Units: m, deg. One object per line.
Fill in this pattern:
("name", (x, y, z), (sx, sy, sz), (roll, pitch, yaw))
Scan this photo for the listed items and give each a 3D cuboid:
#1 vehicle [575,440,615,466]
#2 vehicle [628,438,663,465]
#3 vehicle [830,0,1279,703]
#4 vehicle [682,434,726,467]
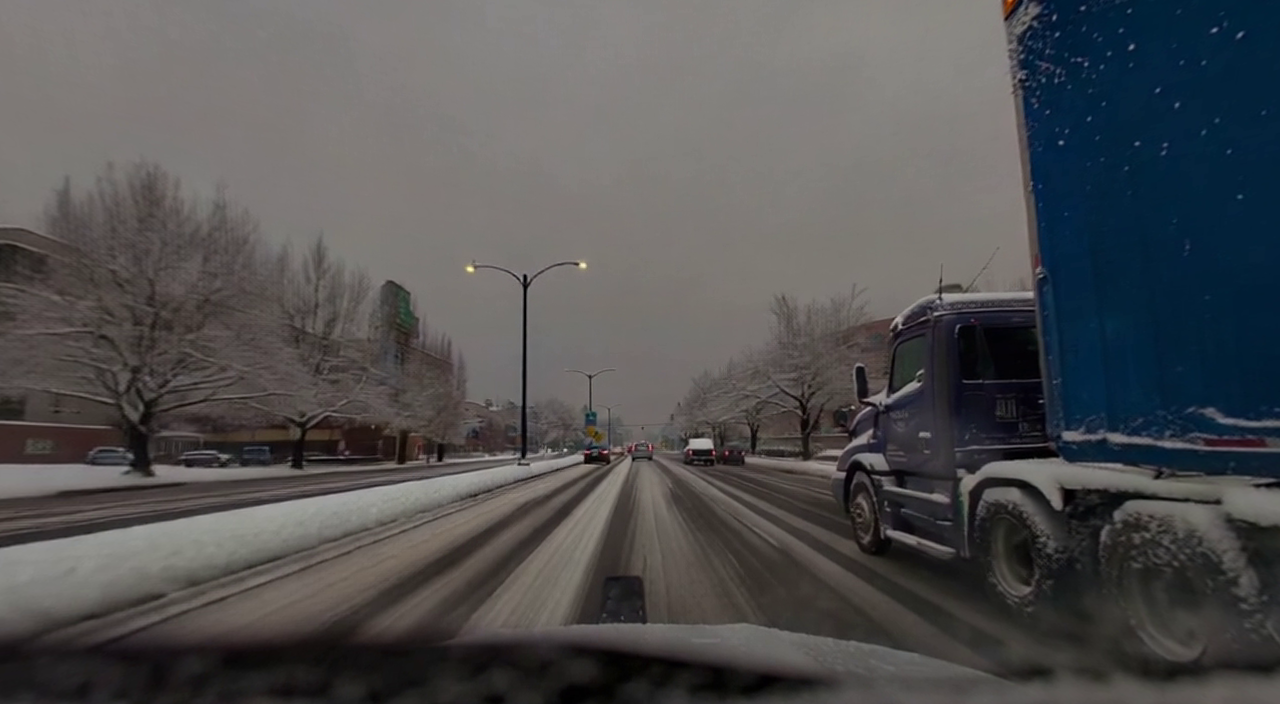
("vehicle", (-2.893, 6.606, 41.376), (2.211, 1.537, 4.666), (0, -8, 1))
("vehicle", (0.362, 6.755, 42.873), (2.276, 1.704, 3.925), (0, -8, 1))
("vehicle", (3.651, -0.198, 3.017), (3.006, 3.679, 8.506), (0, -8, 2))
("vehicle", (3.908, 6.125, 39.337), (2.196, 1.908, 4.412), (0, -8, -1))
